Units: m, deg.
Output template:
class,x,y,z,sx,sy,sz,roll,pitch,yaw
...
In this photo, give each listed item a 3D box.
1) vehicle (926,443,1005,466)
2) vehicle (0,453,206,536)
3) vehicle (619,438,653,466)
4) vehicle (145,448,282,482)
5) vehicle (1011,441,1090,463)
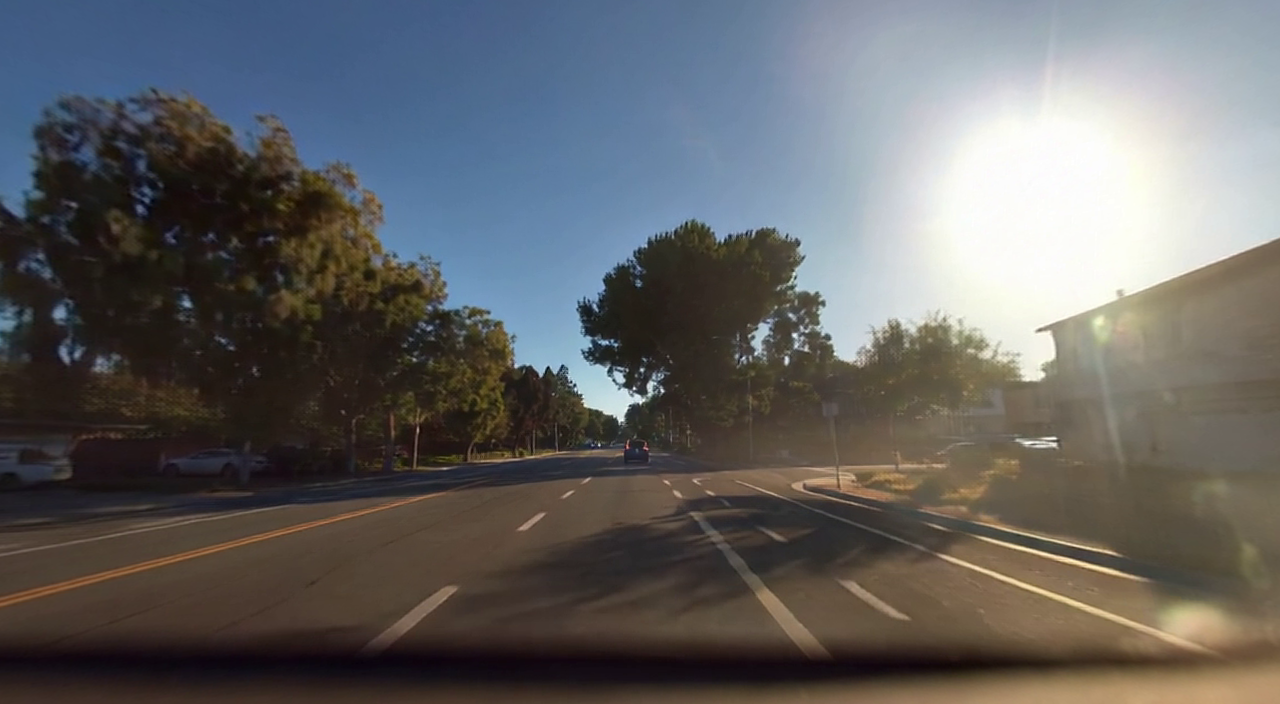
class,x,y,z,sx,sy,sz,roll,pitch,yaw
vehicle,22.193,6.968,43.167,4.218,1.505,2.169,1,-9,-8
vehicle,-12.279,3.025,14.048,2.090,1.478,4.376,0,-8,0
vehicle,-0.253,6.835,43.469,2.230,1.827,4.298,0,-8,0
vehicle,-19.879,5.245,29.600,4.818,1.506,2.289,-1,-8,4
vehicle,28.591,6.943,44.050,4.359,1.479,1.890,1,-9,-7
